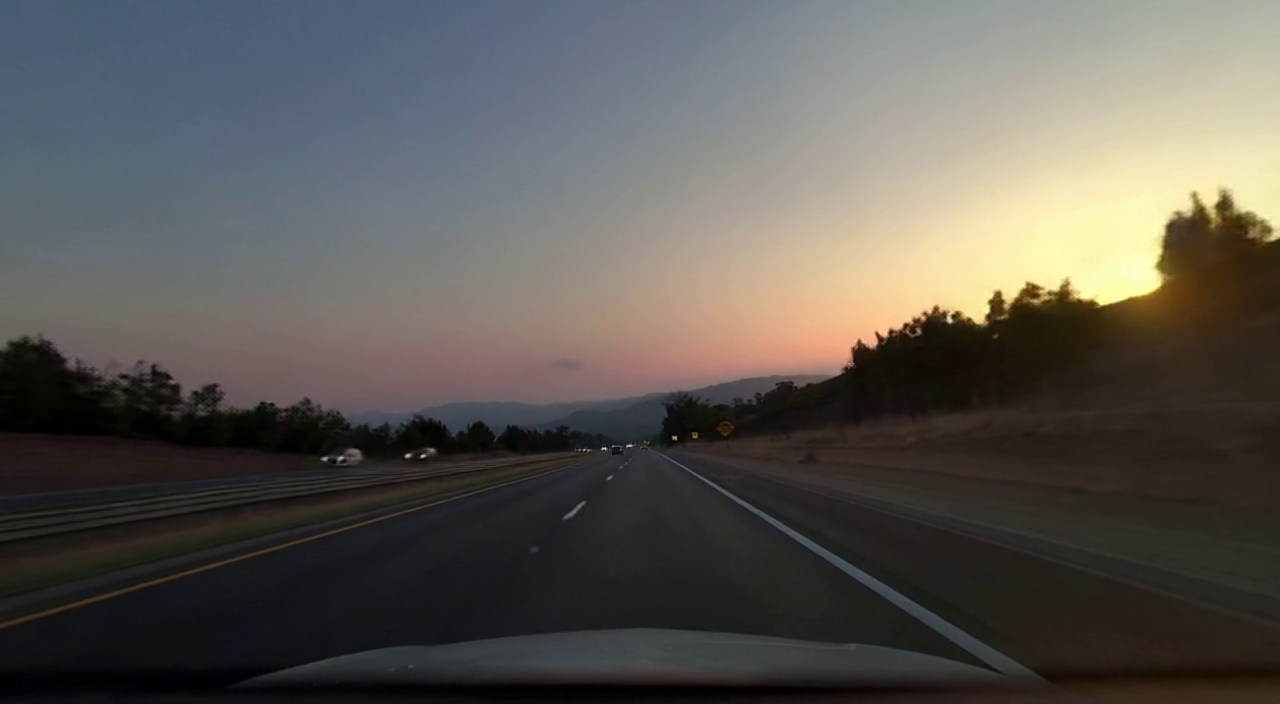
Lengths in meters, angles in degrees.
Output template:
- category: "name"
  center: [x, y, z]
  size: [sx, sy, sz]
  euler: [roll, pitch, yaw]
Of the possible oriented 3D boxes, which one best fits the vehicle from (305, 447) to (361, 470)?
- category: "vehicle"
  center: [-22.671, 7.829, 46.682]
  size: [1.899, 1.616, 4.219]
  euler: [0, -8, 2]
